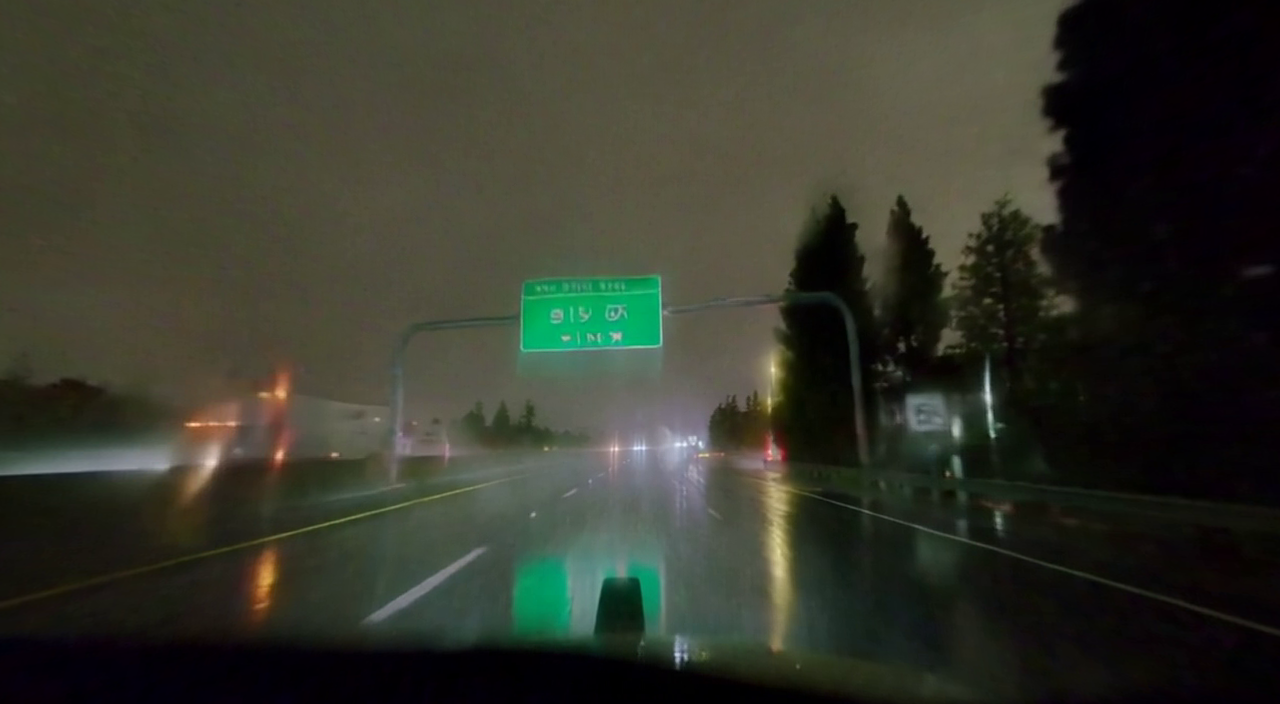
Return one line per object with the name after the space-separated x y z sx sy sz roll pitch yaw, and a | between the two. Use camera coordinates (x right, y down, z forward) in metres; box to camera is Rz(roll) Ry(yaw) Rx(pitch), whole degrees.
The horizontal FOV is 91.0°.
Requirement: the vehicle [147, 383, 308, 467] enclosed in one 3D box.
-21.146 3.964 33.045 3.073 3.890 7.481 0 -9 2 | vehicle

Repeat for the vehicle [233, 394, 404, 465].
-20.878 5.488 42.989 2.889 3.945 15.988 0 -9 2 | vehicle
